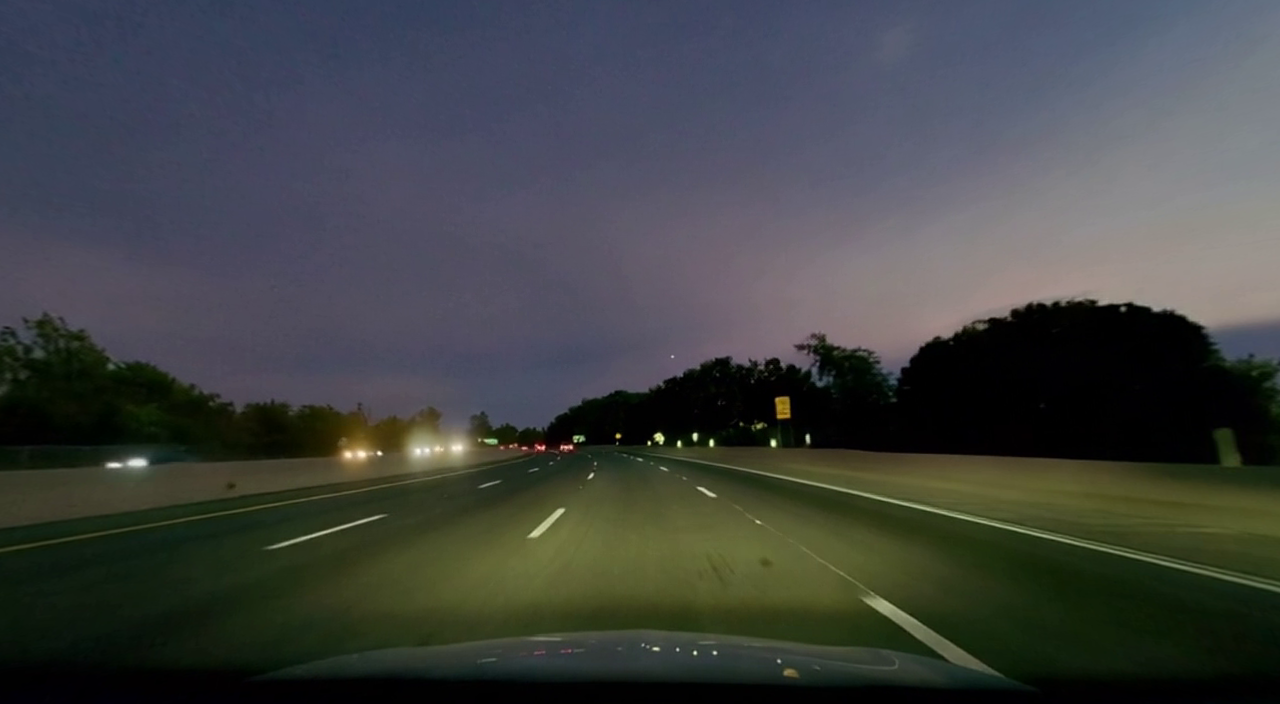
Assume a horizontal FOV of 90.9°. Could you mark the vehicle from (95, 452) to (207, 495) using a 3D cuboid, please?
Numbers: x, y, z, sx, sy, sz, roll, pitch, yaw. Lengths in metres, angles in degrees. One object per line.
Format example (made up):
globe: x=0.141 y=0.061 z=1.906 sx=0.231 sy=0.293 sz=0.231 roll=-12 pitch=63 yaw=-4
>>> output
vehicle: x=-22.255 y=5.505 z=28.932 sx=1.756 sy=1.461 sz=4.205 roll=3 pitch=-6 yaw=-1
